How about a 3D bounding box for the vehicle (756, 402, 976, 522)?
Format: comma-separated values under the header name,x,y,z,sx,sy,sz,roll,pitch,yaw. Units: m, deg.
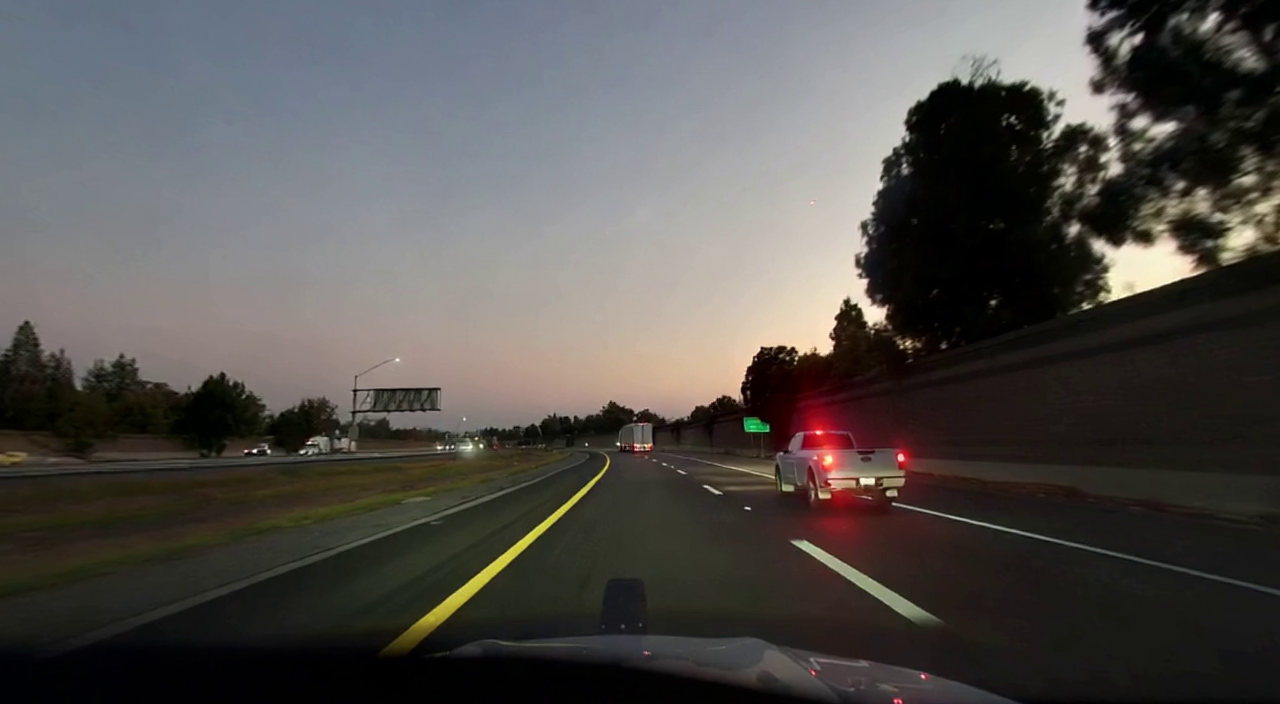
name,x,y,z,sx,sy,sz,roll,pitch,yaw
vehicle,4.270,2.216,13.304,2.383,1.959,5.669,0,-8,-2
